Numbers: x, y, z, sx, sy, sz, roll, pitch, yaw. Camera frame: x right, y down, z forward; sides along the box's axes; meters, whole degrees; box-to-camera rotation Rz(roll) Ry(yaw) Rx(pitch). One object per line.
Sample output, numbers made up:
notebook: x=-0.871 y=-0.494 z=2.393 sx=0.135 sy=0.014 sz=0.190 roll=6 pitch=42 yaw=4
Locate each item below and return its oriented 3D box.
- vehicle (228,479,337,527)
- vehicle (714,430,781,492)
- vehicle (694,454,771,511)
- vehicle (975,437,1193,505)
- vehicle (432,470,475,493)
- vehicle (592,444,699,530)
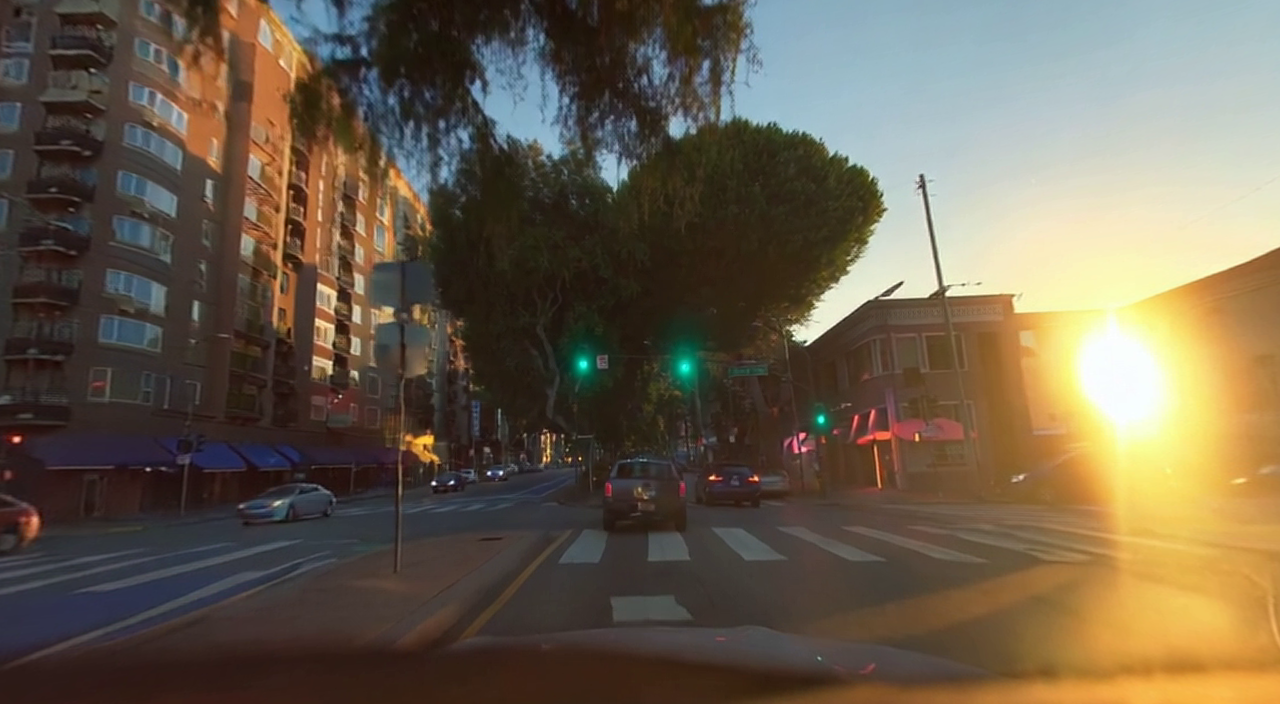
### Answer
vehicle: x=-14.192 y=5.992 z=25.375 sx=1.856 sy=1.521 sz=4.309 roll=0 pitch=-9 yaw=0
vehicle: x=6.326 y=6.536 z=38.251 sx=2.803 sy=3.401 sz=6.688 roll=0 pitch=-9 yaw=0
vehicle: x=3.129 y=4.496 z=22.153 sx=1.939 sy=1.746 sz=4.091 roll=0 pitch=-9 yaw=-2
vehicle: x=13.994 y=3.770 z=20.236 sx=5.156 sy=2.005 sz=2.122 roll=-1 pitch=-9 yaw=6
vehicle: x=-14.435 y=10.053 z=49.051 sx=2.043 sy=1.526 sz=4.617 roll=0 pitch=-9 yaw=-1
vehicle: x=0.093 y=3.128 z=15.186 sx=2.209 sy=1.748 sz=4.130 roll=0 pitch=-9 yaw=-1
